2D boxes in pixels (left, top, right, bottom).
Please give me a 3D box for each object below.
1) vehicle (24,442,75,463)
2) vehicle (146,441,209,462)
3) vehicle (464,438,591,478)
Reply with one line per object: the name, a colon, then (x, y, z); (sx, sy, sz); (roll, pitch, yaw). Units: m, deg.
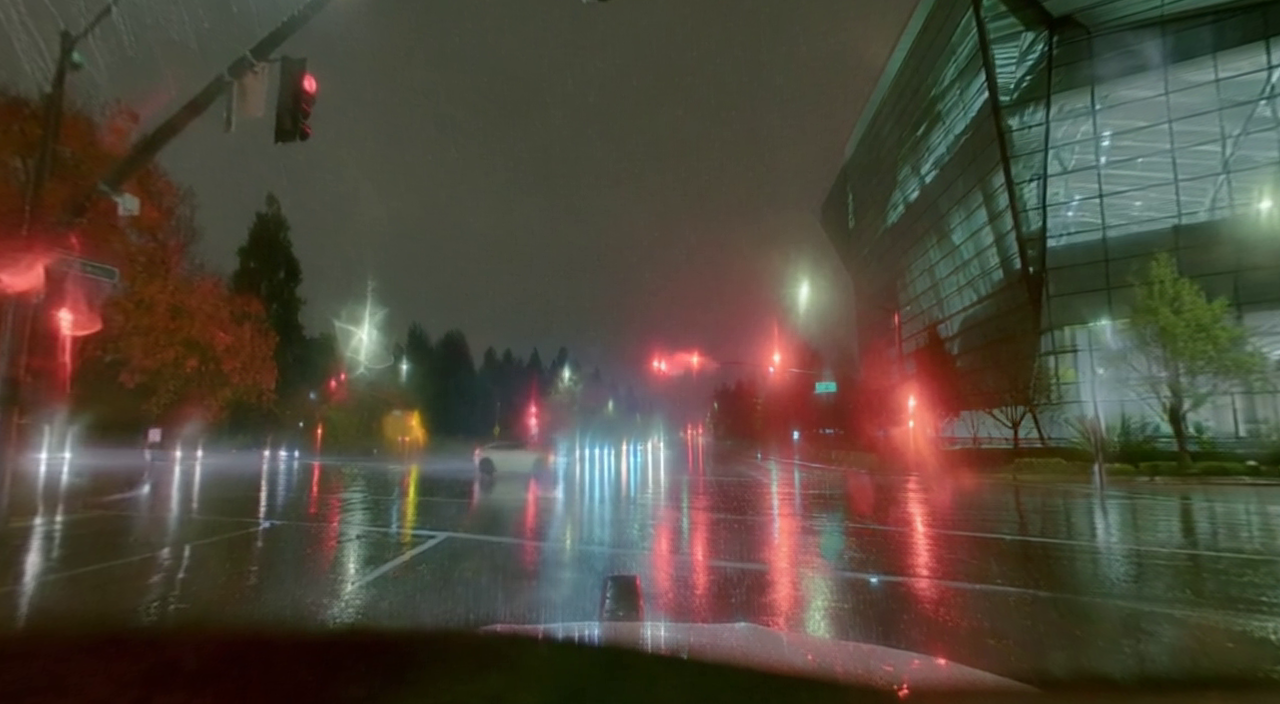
vehicle: (-40.922, 6.953, 43.744); (4.323, 1.390, 1.953); (-7, -11, 39)
vehicle: (-32.717, 7.015, 44.630); (4.380, 1.455, 1.869); (-5, -10, 30)
vehicle: (-4.800, 4.421, 26.651); (5.408, 1.505, 2.091); (-6, -10, 36)
